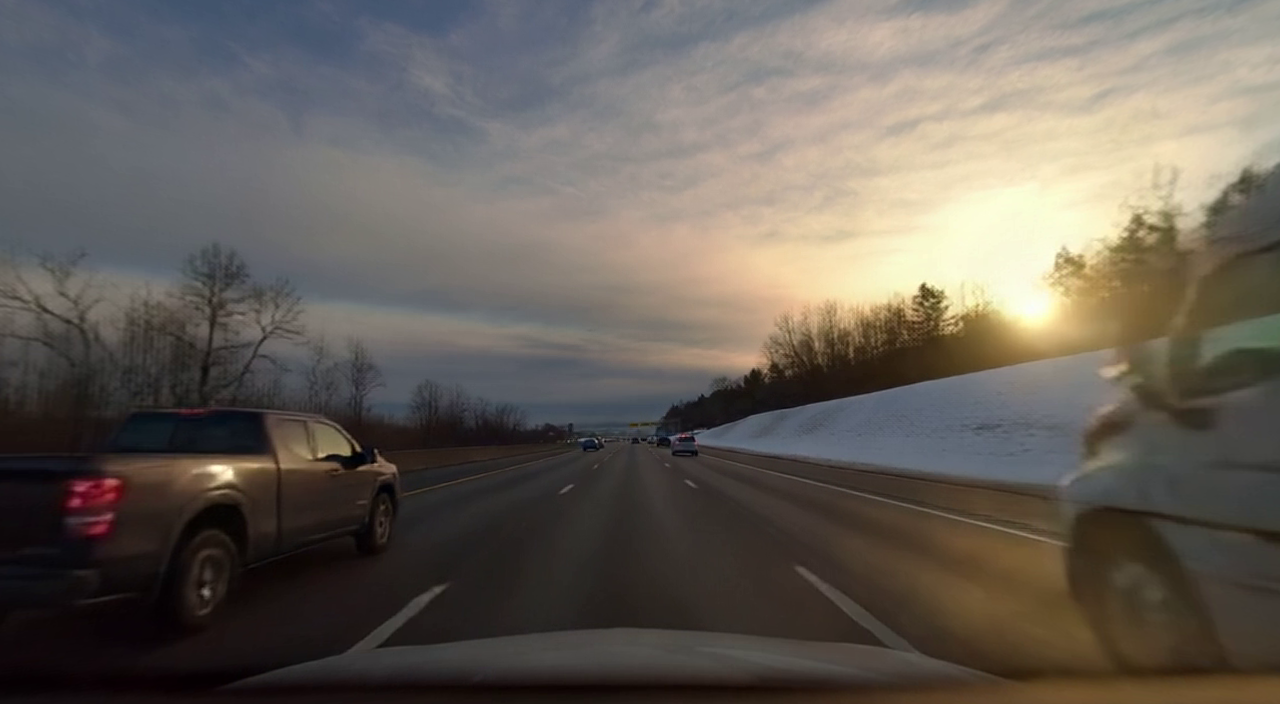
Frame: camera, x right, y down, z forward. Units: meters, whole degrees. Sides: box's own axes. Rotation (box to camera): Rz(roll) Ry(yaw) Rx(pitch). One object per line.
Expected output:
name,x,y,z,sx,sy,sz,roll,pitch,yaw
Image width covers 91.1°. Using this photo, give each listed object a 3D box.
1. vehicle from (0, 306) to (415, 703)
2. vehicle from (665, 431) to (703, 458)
vehicle,-3.558,1.004,4.509,2.185,1.772,4.656,0,-8,0
vehicle,2.976,6.368,43.417,2.124,1.696,4.173,0,-8,-2
